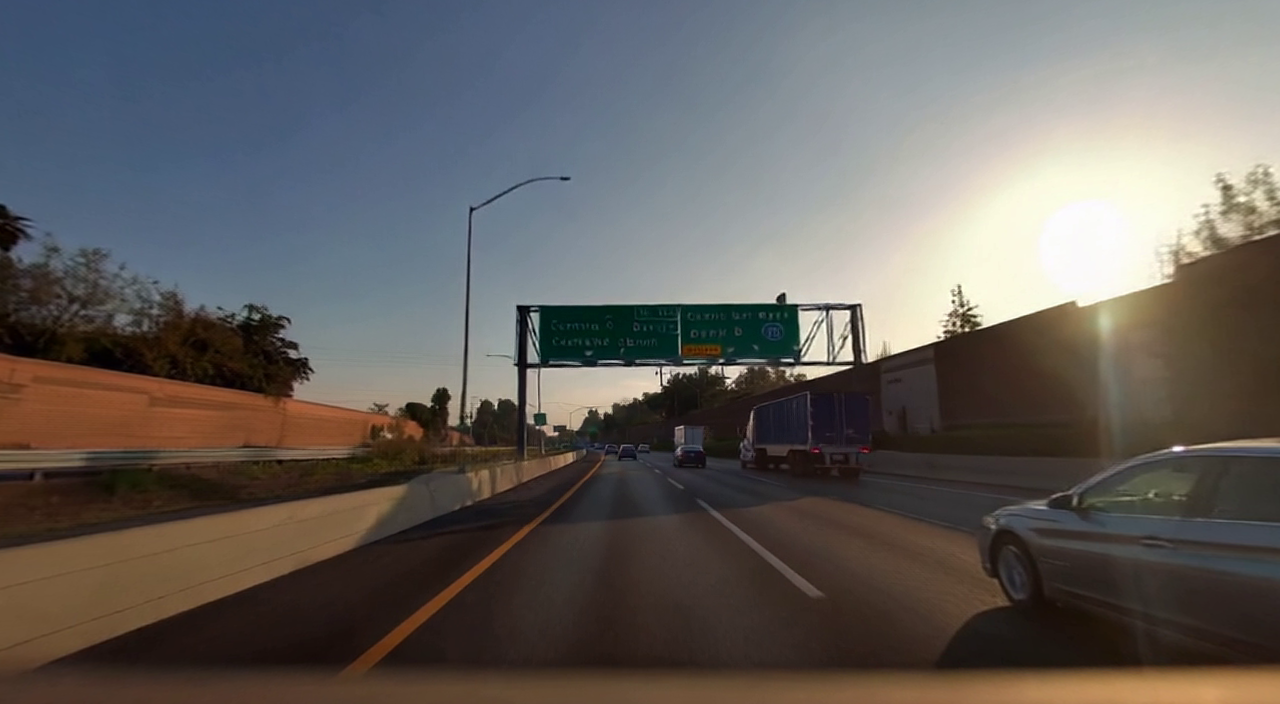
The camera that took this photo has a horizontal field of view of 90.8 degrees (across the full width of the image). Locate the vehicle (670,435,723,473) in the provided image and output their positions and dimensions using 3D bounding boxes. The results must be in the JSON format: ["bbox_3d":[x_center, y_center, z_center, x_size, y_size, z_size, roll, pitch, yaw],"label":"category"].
[{"bbox_3d":[2.877,5.326,33.203,2.114,1.849,4.692,0,-9,-3],"label":"vehicle"}]

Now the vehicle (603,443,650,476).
[{"bbox_3d":[-0.671,5.131,30.438,2.083,1.477,3.965,0,-9,-2],"label":"vehicle"}]

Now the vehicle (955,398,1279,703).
[{"bbox_3d":[3.498,0.976,2.872,1.922,1.465,4.165,0,-9,-1],"label":"vehicle"}]

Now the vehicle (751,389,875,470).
[{"bbox_3d":[10.225,5.109,40.145,2.914,4.134,15.553,0,-9,-2],"label":"vehicle"}]
